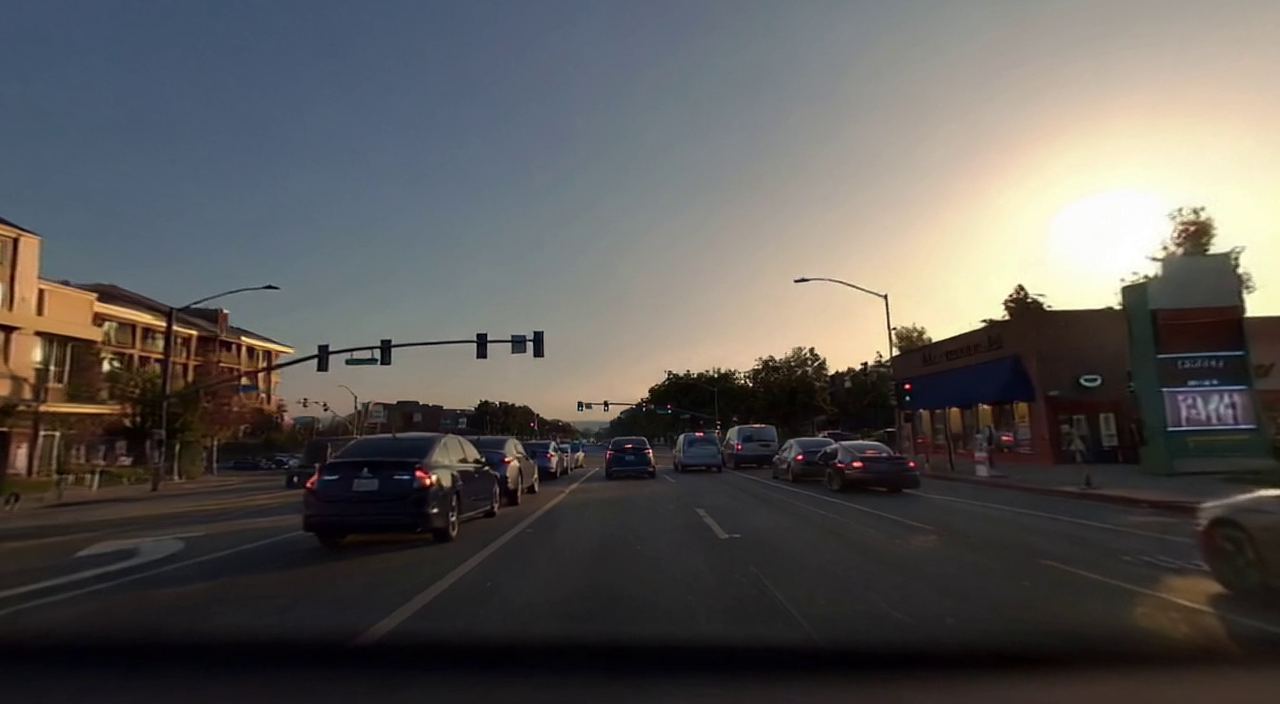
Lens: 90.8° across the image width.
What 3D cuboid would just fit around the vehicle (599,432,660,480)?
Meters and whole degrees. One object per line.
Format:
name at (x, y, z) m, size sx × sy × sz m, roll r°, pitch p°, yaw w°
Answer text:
vehicle at (-0.411, 4.201, 25.775) m, size 2.261 × 1.741 × 4.255 m, roll 0°, pitch -8°, yaw -1°

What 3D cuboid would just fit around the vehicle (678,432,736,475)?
vehicle at (2.934, 4.578, 28.738) m, size 2.018 × 1.779 × 4.338 m, roll 0°, pitch -8°, yaw -2°

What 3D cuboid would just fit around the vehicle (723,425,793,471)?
vehicle at (6.016, 5.040, 33.152) m, size 2.510 × 2.176 × 5.527 m, roll 0°, pitch -8°, yaw -1°

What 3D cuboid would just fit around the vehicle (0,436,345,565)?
vehicle at (-6.485, 2.034, 9.509) m, size 1.989 × 1.459 × 4.439 m, roll 0°, pitch -8°, yaw -1°

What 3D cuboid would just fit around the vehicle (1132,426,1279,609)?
vehicle at (6.135, 1.207, 4.288) m, size 2.017 × 1.453 × 4.497 m, roll 0°, pitch -8°, yaw 1°

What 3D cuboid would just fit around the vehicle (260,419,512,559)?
vehicle at (-3.444, 1.936, 9.669) m, size 2.063 × 1.625 × 4.290 m, roll 0°, pitch -8°, yaw 0°

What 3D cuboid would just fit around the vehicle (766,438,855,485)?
vehicle at (6.079, 3.935, 23.095) m, size 1.884 × 1.522 × 4.557 m, roll 0°, pitch -8°, yaw -1°

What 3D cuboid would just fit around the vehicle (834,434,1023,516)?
vehicle at (6.109, 2.642, 14.169) m, size 1.969 × 1.502 × 4.663 m, roll 0°, pitch -8°, yaw -1°
